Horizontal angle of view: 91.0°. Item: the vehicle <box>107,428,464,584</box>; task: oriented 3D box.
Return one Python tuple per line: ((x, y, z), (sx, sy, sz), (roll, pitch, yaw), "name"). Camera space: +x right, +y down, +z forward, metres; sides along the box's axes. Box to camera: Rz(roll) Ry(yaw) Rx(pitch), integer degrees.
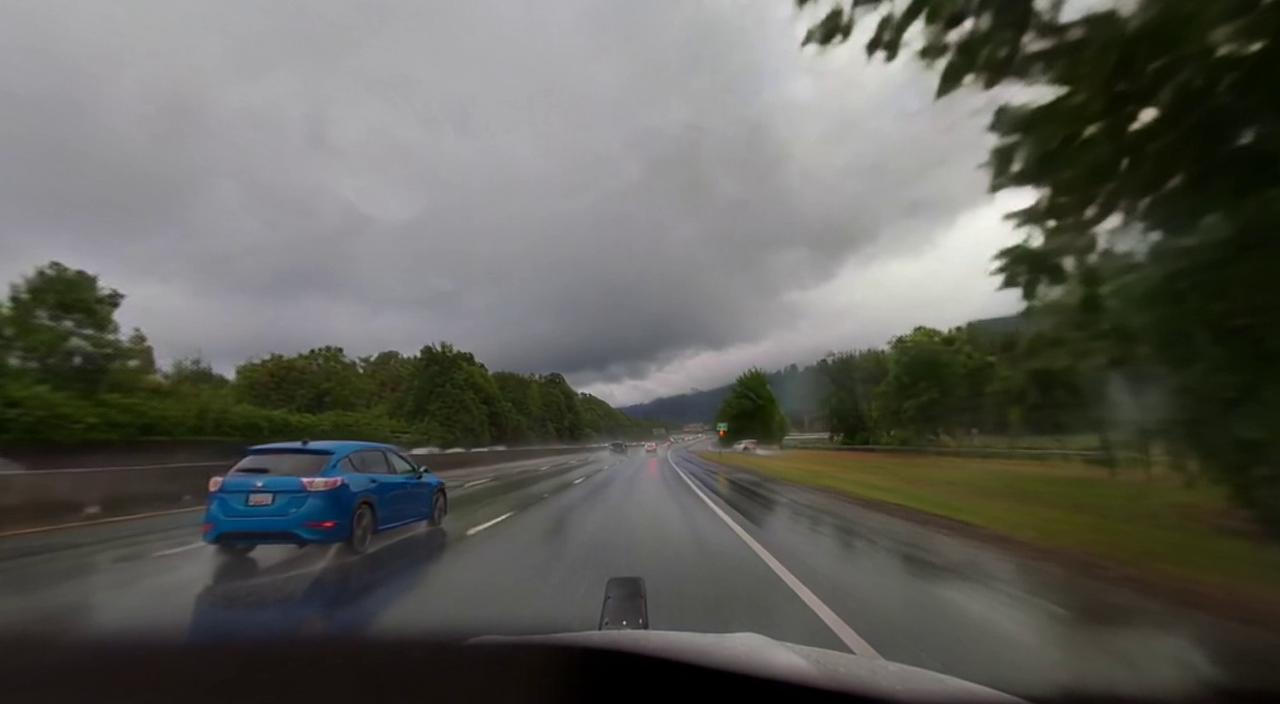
((-4.003, 1.804, 8.271), (1.996, 1.454, 4.495), (0, -9, 1), "vehicle")
